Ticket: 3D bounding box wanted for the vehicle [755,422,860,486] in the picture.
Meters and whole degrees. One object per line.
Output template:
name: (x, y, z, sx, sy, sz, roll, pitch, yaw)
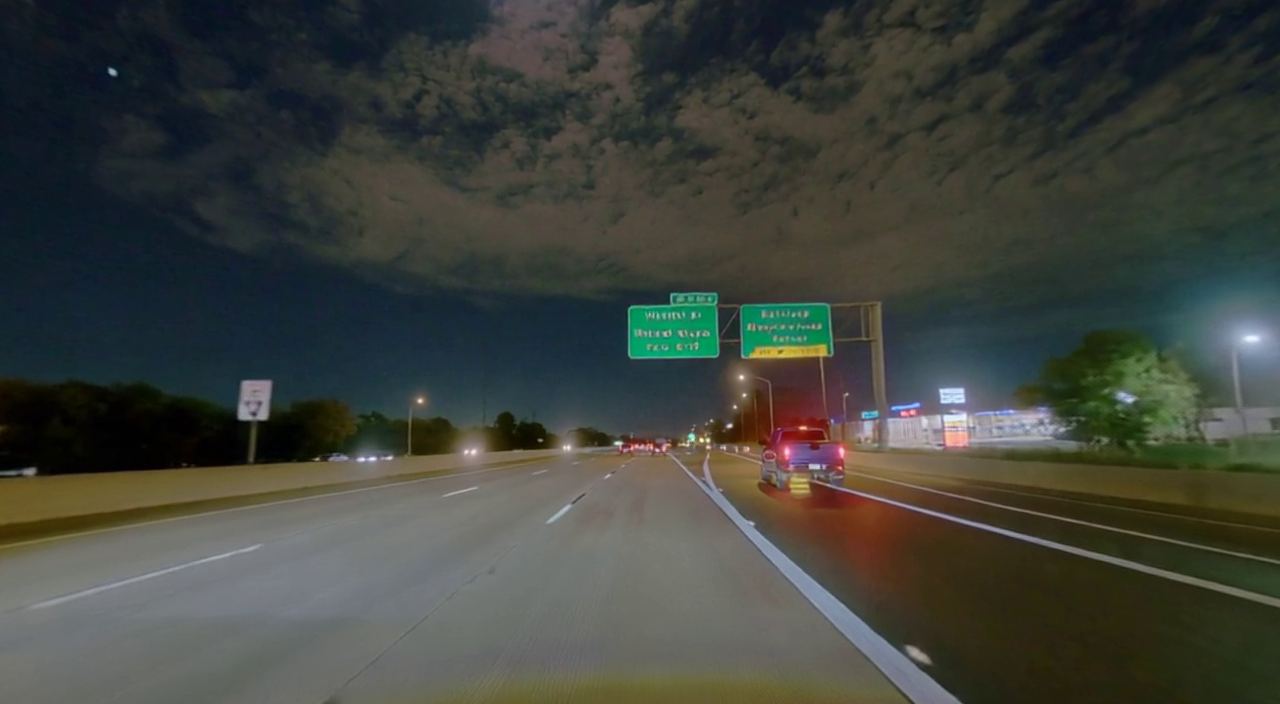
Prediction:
vehicle: (5.362, 3.347, 20.992, 2.186, 1.840, 5.289, 0, -8, 2)
